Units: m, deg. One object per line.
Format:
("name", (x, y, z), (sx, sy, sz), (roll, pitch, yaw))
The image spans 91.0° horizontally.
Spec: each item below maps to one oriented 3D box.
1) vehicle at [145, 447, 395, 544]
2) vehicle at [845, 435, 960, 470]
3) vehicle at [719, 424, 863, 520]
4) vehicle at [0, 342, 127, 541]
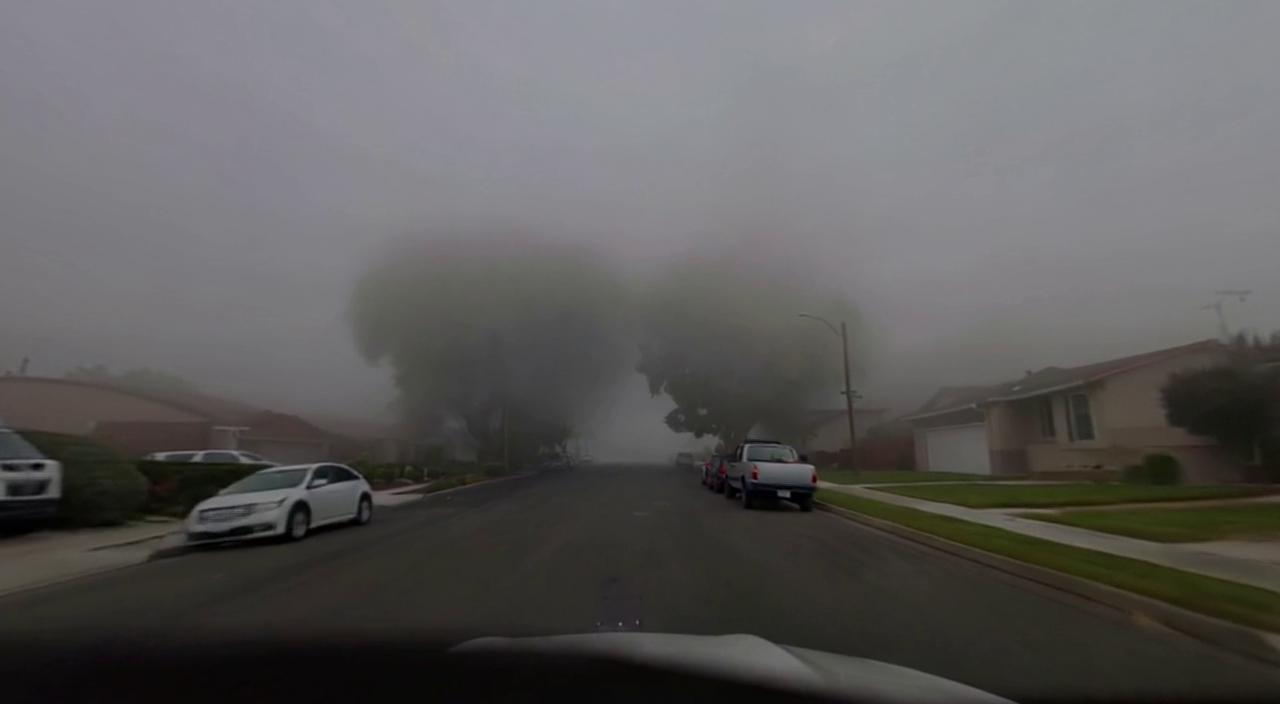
("vehicle", (-6.762, 2.772, 12.268), (2.071, 1.481, 4.425), (-1, -12, 2))
("vehicle", (11.446, 4.426, 27.717), (4.111, 1.459, 2.214), (-1, -8, 4))
("vehicle", (3.293, 2.740, 14.990), (2.262, 1.870, 4.948), (0, -8, 1))
("vehicle", (-13.799, 1.665, 11.296), (6.585, 3.247, 3.011), (-2, -7, 2))
